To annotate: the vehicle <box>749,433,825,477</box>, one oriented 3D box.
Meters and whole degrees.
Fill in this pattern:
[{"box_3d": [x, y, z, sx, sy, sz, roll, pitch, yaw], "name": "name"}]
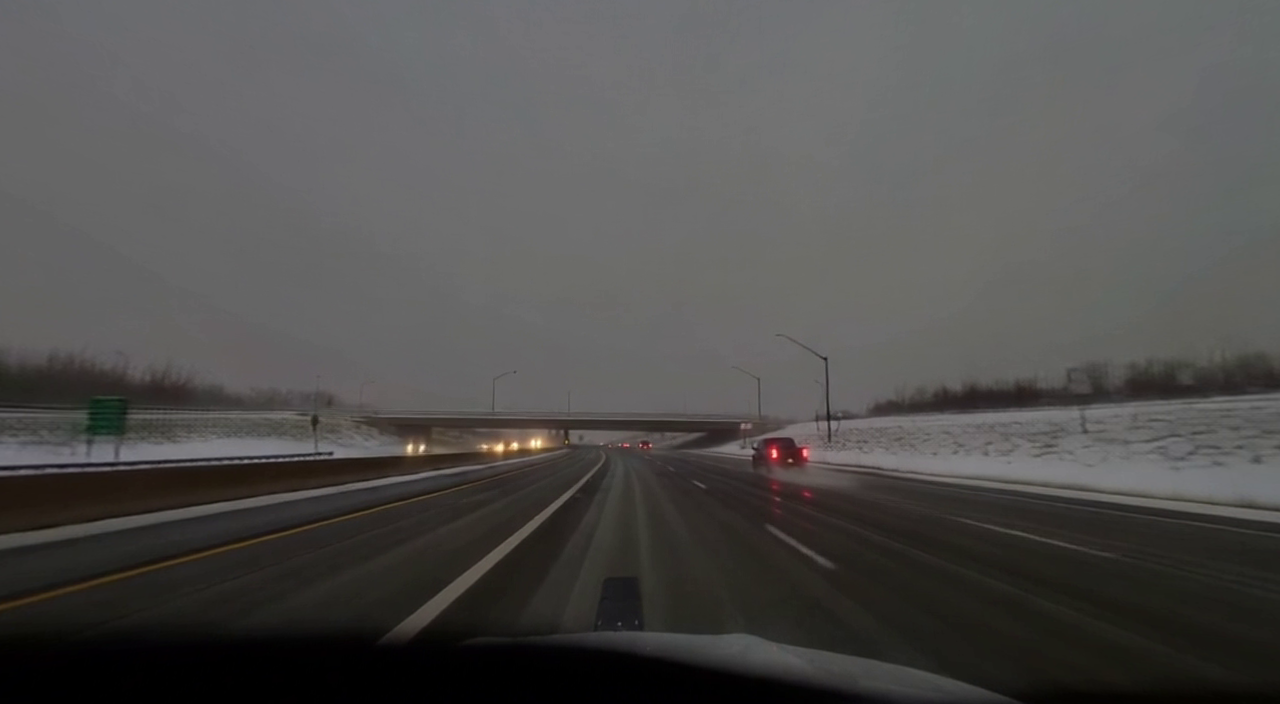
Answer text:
[{"box_3d": [6.300, 4.483, 27.694, 2.104, 1.723, 4.538, 0, -8, -2], "name": "vehicle"}]
